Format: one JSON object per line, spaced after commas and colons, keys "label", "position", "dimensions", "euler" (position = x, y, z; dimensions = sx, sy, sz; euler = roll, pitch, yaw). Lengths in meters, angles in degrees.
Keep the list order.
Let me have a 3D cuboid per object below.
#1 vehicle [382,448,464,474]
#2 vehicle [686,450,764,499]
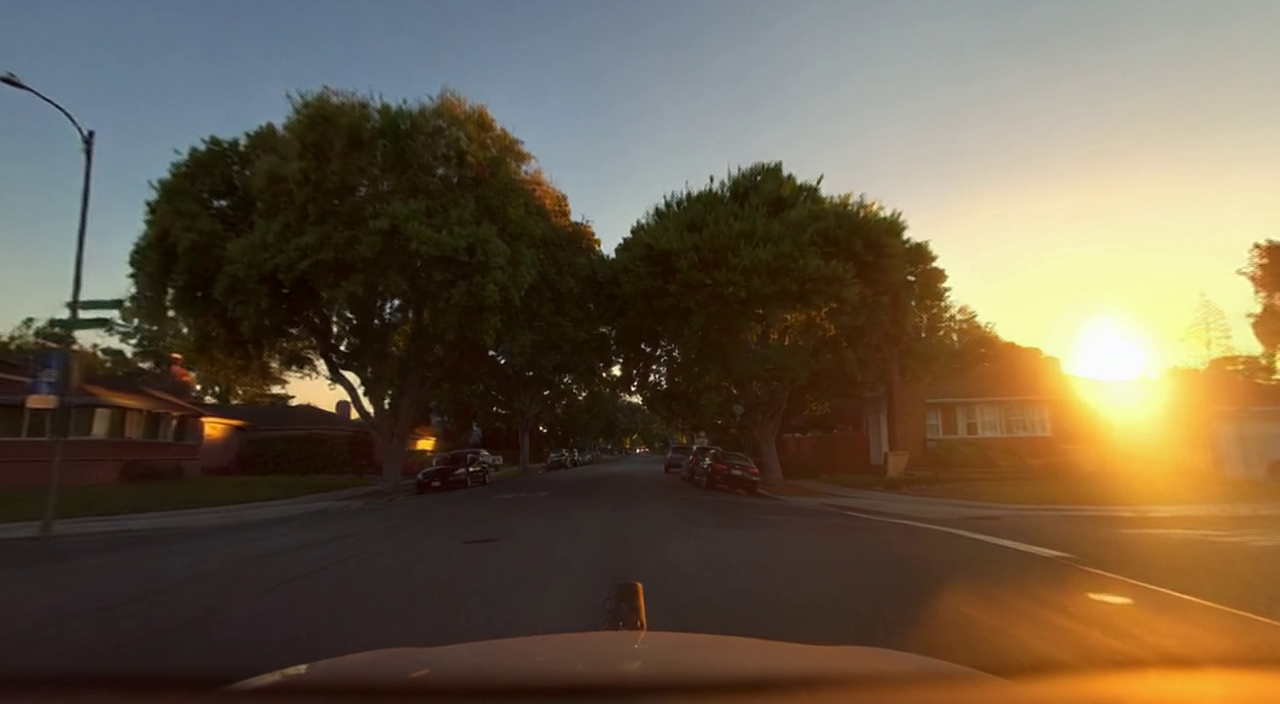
{"label": "vehicle", "position": [-13.454, 6.763, 39.376], "dimensions": [4.423, 1.522, 1.961], "euler": [0, -9, -2]}
{"label": "vehicle", "position": [2.790, 4.134, 21.703], "dimensions": [1.881, 1.487, 4.183], "euler": [1, -9, -3]}
